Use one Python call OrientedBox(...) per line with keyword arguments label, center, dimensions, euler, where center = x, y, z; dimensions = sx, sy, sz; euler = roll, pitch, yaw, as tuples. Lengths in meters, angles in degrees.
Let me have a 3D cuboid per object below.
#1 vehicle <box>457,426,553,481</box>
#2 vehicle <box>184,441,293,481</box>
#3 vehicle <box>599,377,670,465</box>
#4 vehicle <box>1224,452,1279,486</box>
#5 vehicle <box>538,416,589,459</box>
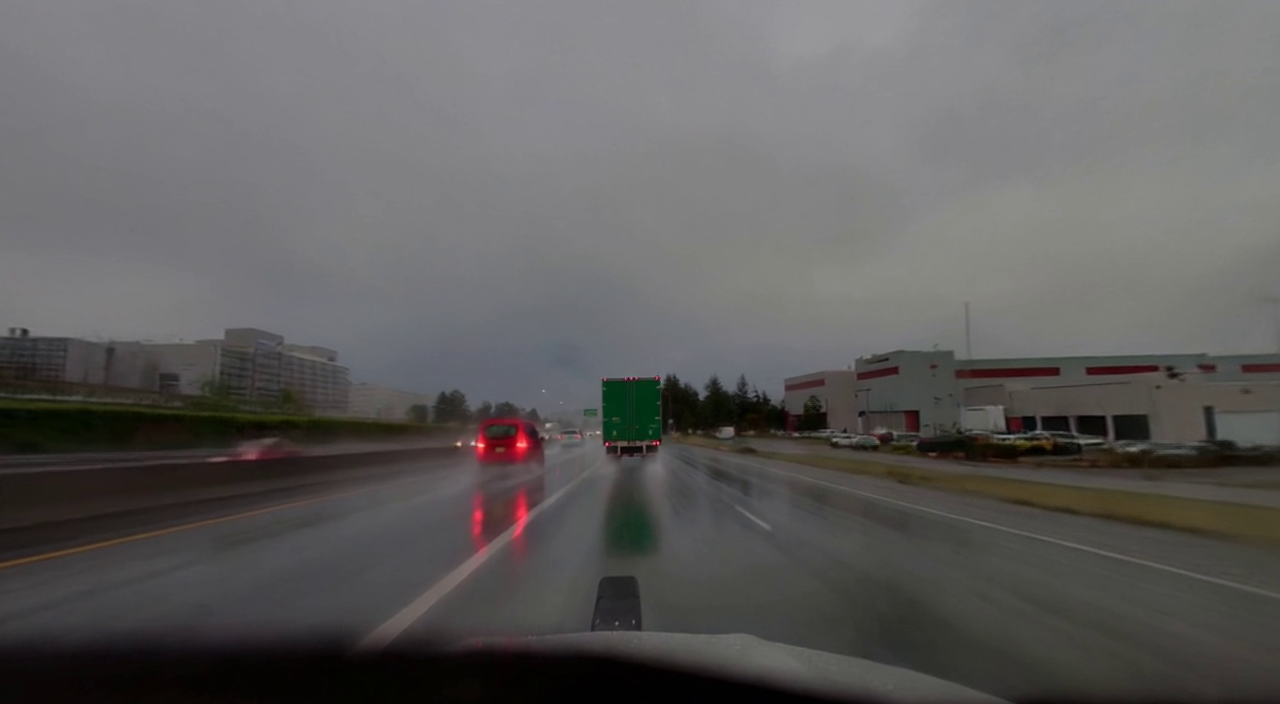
OrientedBox(label="vehicle", center=(-4.274, 3.297, 20.877), dimensions=(2.005, 1.602, 5.131), euler=(0, -8, 1))
OrientedBox(label="vehicle", center=(-16.993, 4.595, 26.934), dimensions=(1.850, 1.545, 4.338), euler=(0, -8, -1))
OrientedBox(label="vehicle", center=(-0.391, 3.847, 34.070), dimensions=(3.259, 4.066, 9.891), euler=(0, -8, -1))
OrientedBox(label="vehicle", center=(49.394, 9.095, 48.899), dimensions=(2.228, 2.290, 6.075), euler=(-2, -7, 1))
OrientedBox(label="vehicle", center=(-5.158, 5.920, 43.525), dimensions=(2.717, 2.714, 6.997), euler=(0, -8, 0))
